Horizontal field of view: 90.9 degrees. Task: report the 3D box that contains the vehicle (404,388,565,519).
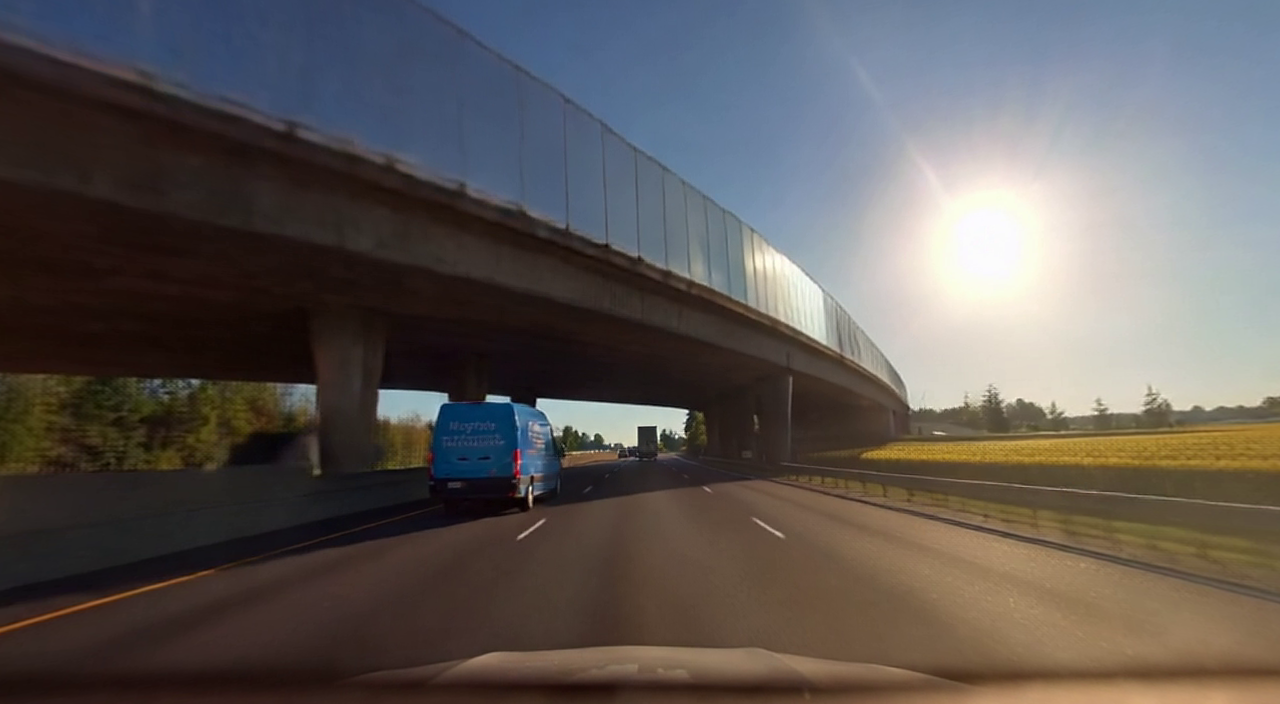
[{"bbox_3d":[-3.534,2.560,16.233,2.320,2.636,7.021,0,-9,0],"label":"vehicle"}]
